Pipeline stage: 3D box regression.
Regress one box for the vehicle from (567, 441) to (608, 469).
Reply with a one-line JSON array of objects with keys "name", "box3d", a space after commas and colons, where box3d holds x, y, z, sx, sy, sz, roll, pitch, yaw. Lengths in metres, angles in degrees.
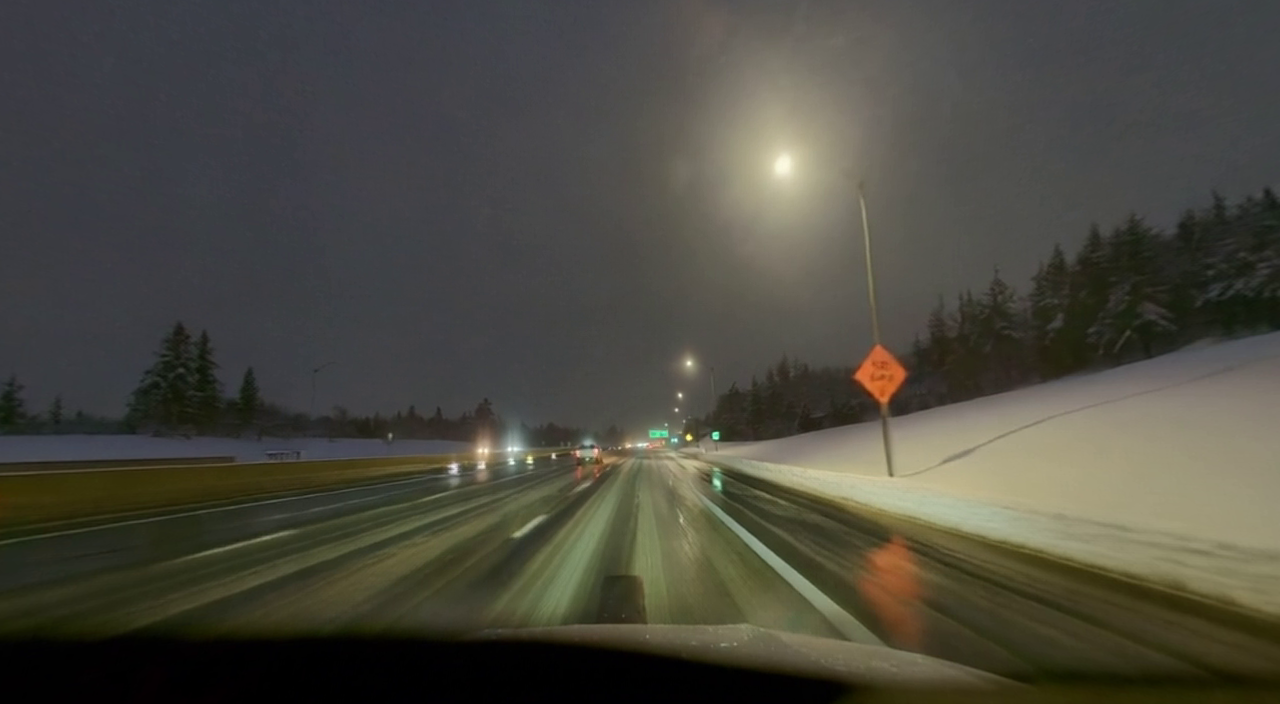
[{"name": "vehicle", "box3d": [-3.102, 6.223, 38.090, 2.078, 1.629, 4.059, 0, -8, 1]}]
